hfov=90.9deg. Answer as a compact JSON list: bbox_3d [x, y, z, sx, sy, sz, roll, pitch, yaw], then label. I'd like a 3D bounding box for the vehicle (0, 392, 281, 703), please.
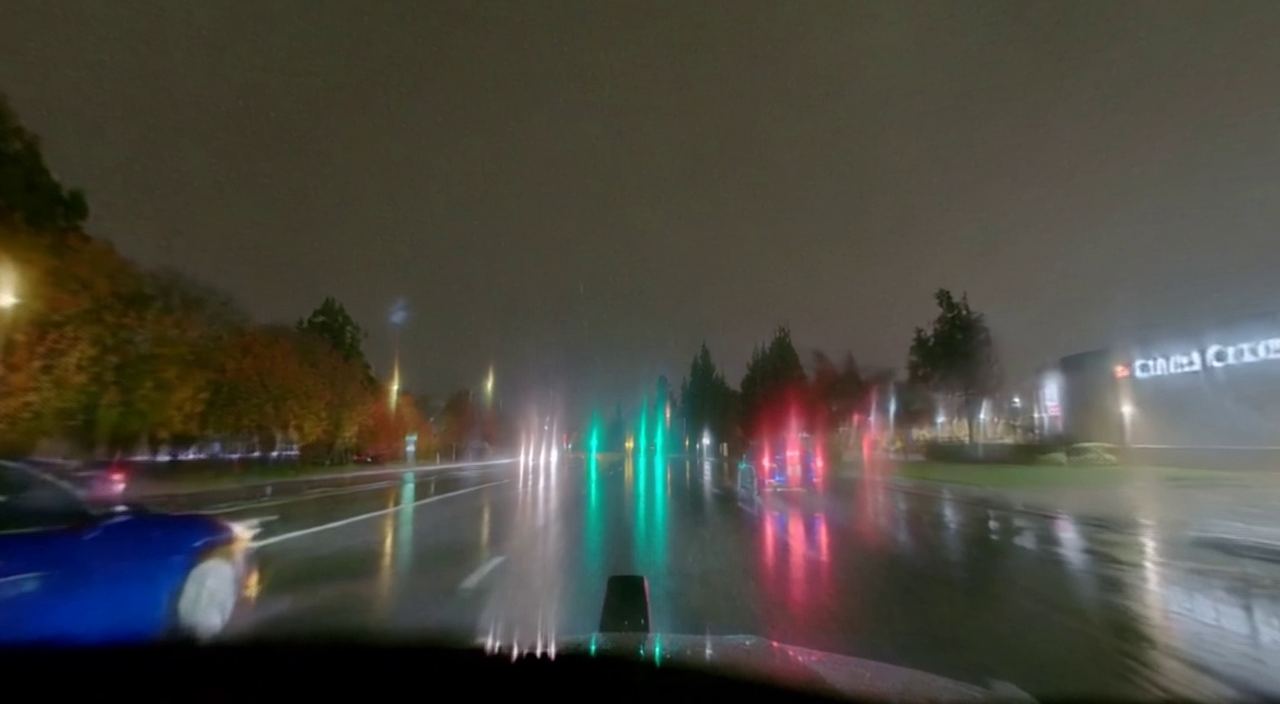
[{"bbox_3d":[-3.624,0.896,2.365,2.001,1.504,4.212,0,-9,1],"label":"vehicle"}]

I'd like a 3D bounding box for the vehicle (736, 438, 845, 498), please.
[{"bbox_3d":[4.106,3.215,17.962,1.977,1.474,4.399,0,-9,-1],"label":"vehicle"}]
